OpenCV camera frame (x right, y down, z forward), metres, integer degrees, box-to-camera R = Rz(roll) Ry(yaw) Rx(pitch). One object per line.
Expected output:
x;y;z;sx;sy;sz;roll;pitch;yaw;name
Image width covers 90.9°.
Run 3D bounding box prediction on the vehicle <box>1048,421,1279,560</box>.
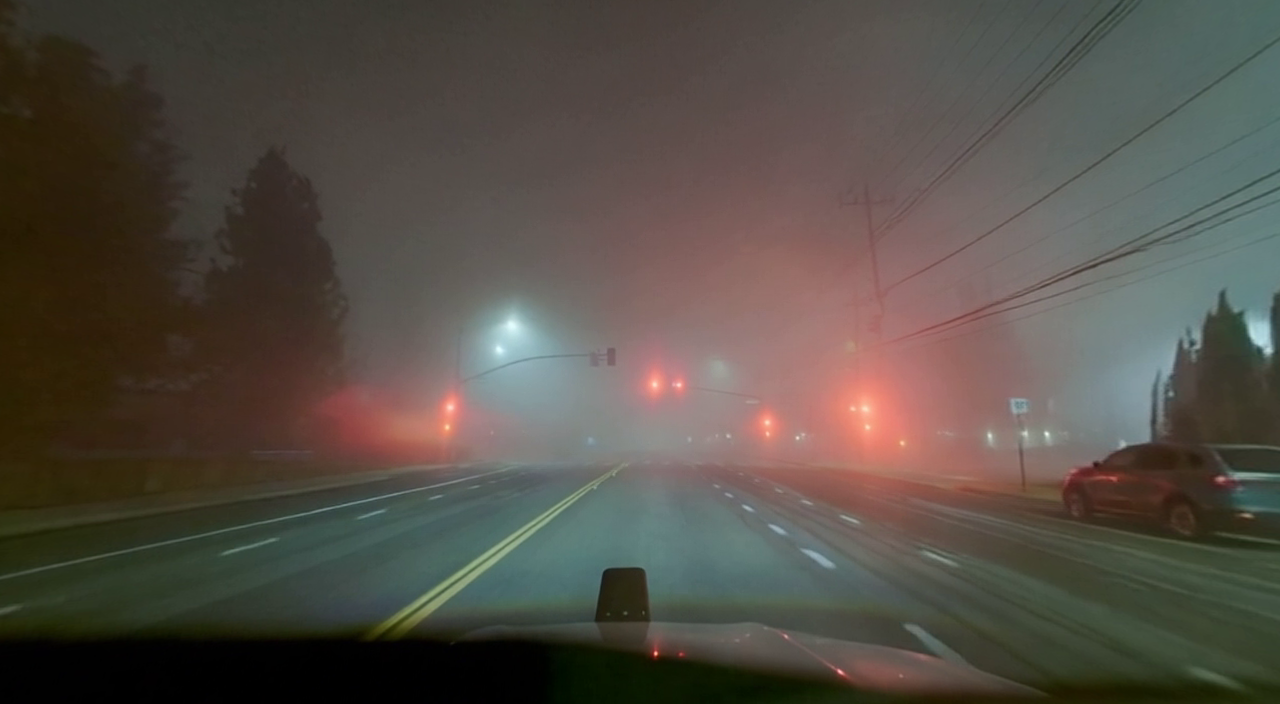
9.422;2.127;10.428;2.170;1.771;4.908;0;-8;3;vehicle
